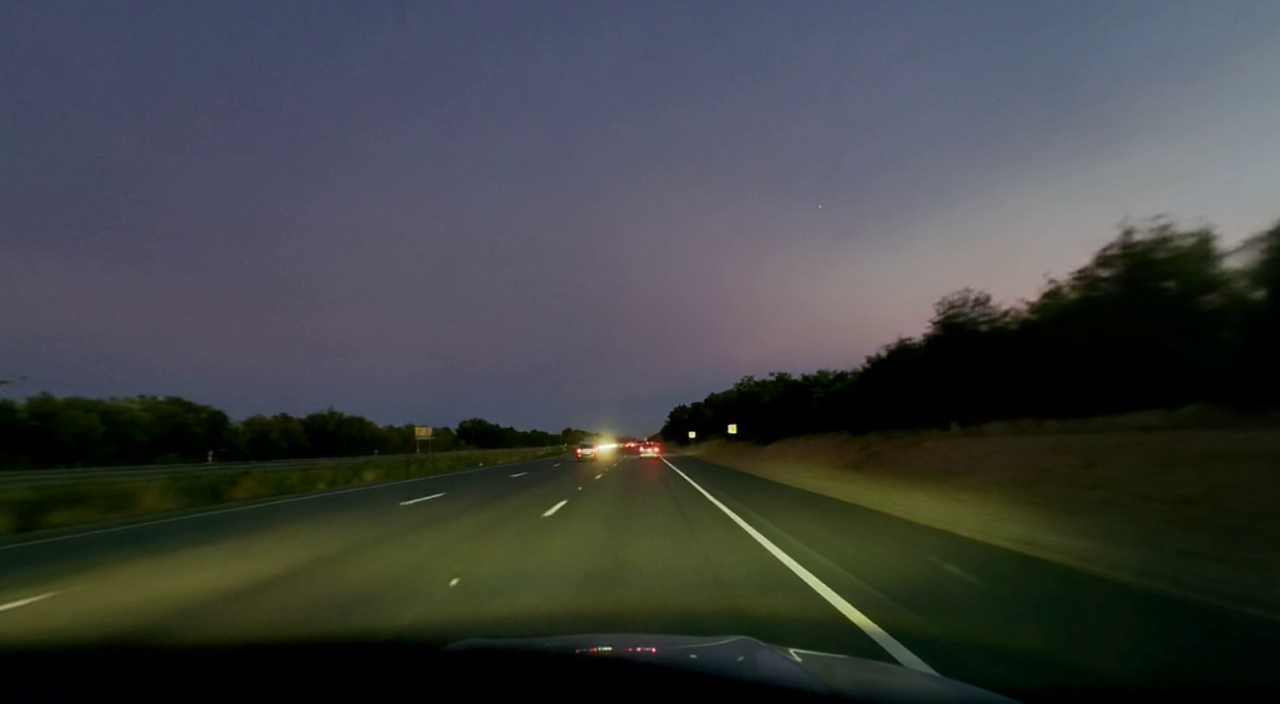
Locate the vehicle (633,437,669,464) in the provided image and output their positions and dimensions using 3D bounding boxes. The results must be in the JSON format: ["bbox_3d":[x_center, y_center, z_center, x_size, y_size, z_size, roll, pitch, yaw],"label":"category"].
[{"bbox_3d":[0.720,6.648,42.895,2.259,1.697,4.106,0,-8,0],"label":"vehicle"}]

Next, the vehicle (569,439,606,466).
[{"bbox_3d":[-3.384,6.558,41.440,2.028,1.634,4.441,-1,-8,1],"label":"vehicle"}]
